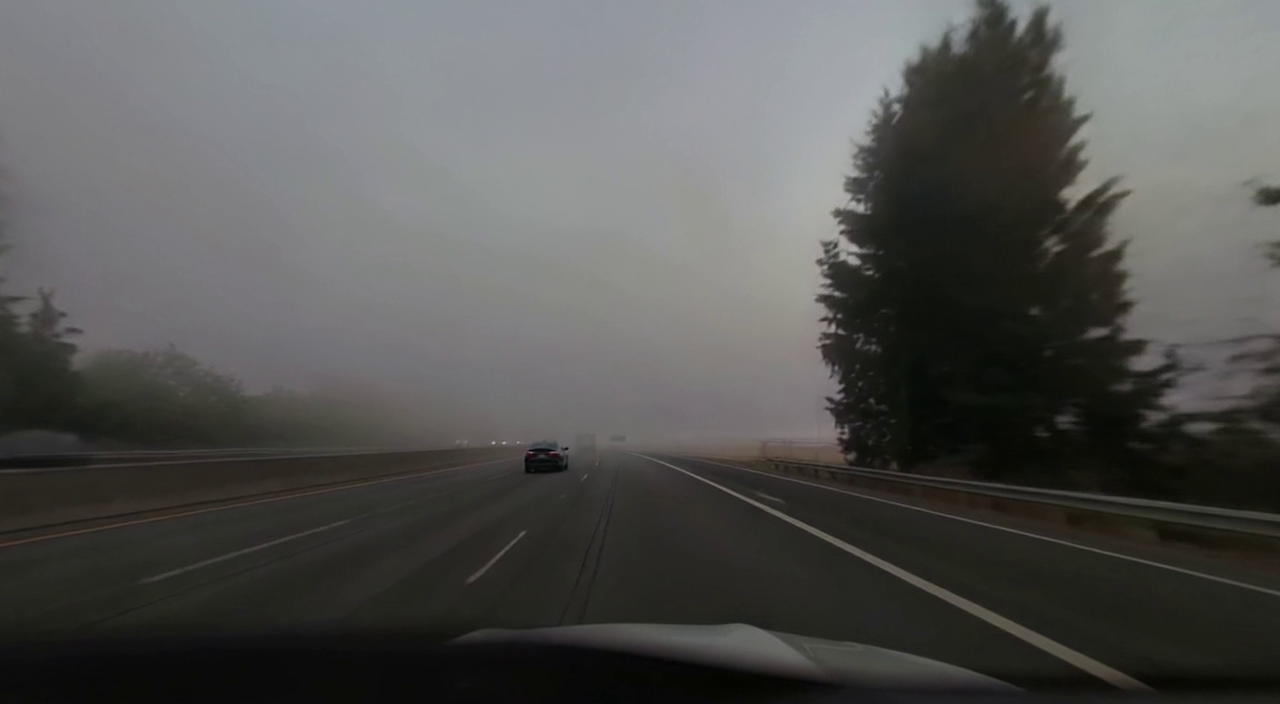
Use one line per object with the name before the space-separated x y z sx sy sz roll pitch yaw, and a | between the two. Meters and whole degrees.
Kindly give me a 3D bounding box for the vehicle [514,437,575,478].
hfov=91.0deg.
vehicle | -3.956 4.430 26.786 2.053 1.549 4.097 0 -8 -2
